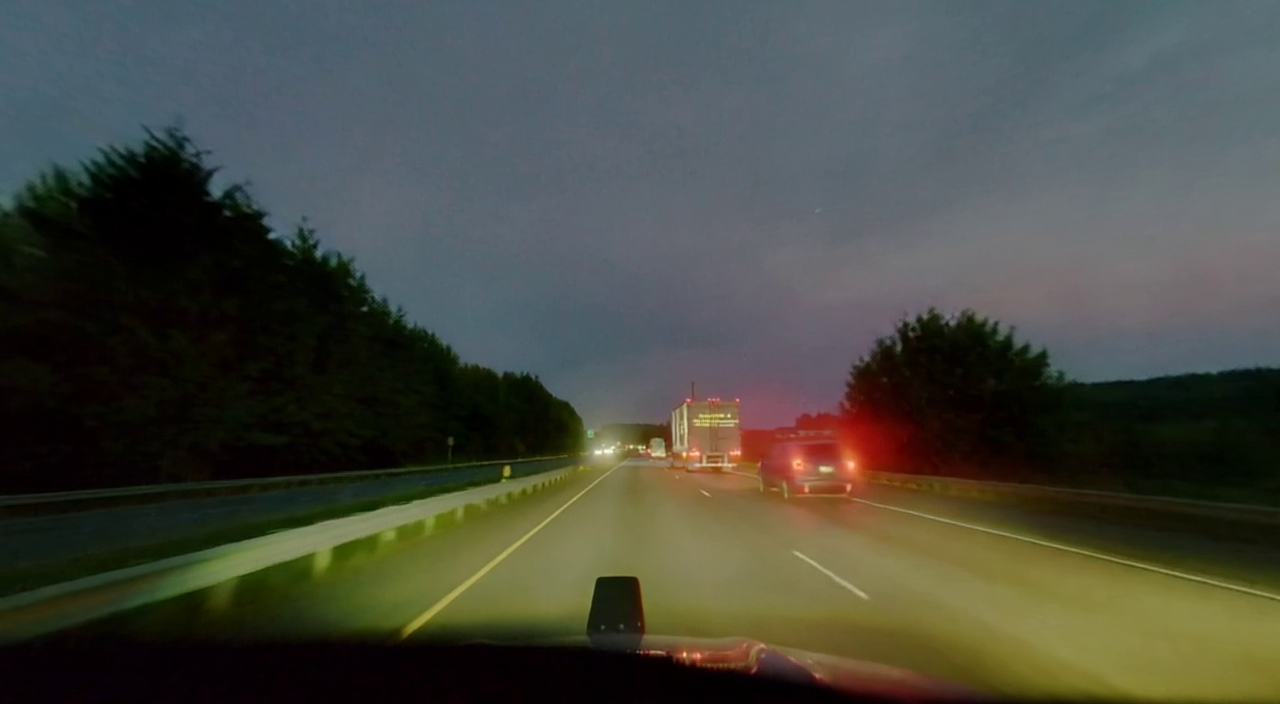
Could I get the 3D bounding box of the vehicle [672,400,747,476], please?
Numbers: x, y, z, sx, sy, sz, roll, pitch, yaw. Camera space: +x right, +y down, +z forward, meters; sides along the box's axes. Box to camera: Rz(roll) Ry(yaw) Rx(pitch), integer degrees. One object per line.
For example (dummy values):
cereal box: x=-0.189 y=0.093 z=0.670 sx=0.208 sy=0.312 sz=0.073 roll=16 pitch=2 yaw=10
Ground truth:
vehicle: x=4.168 y=5.807 z=41.549 sx=3.231 sy=4.102 sz=14.393 roll=0 pitch=-9 yaw=0

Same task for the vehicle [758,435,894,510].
vehicle: x=4.714 y=3.123 z=16.816 sx=2.118 sy=1.688 sz=4.715 roll=0 pitch=-9 yaw=-1
